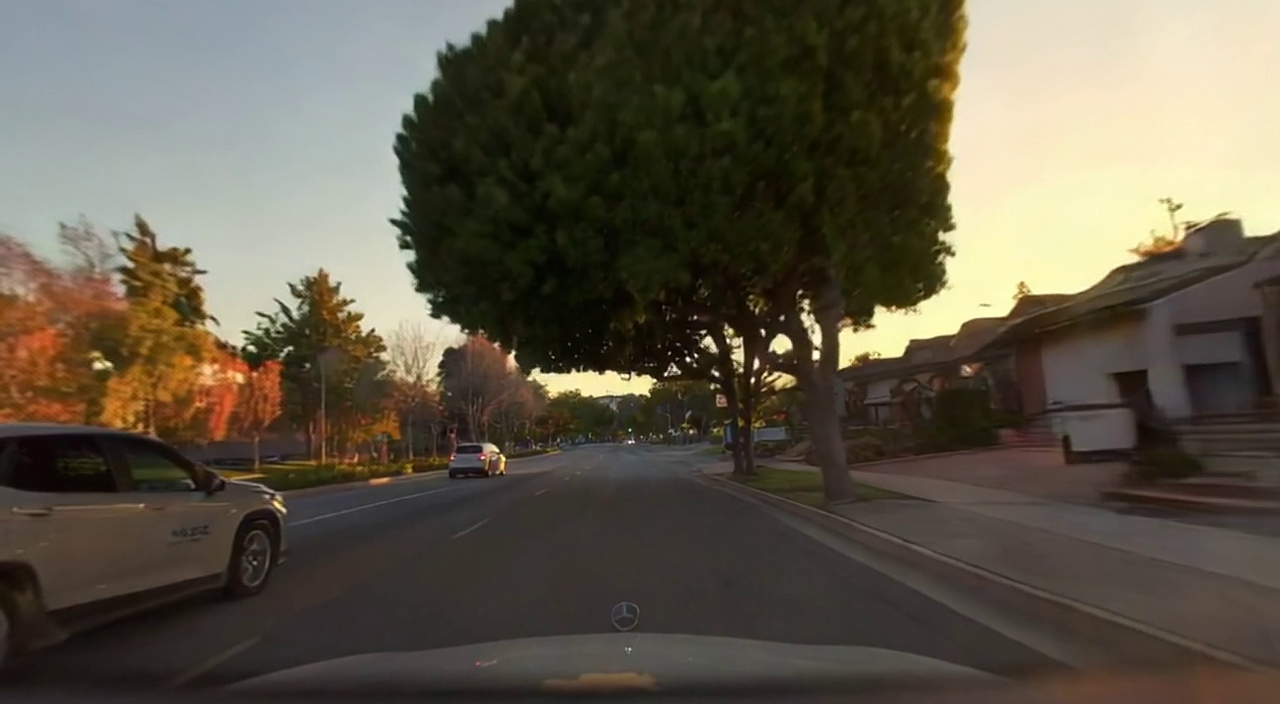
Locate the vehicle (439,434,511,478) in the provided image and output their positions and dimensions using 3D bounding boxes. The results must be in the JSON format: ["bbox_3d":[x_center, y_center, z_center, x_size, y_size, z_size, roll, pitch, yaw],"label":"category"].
[{"bbox_3d":[-7.460,4.755,28.959,2.136,1.844,4.363,0,-8,0],"label":"vehicle"}]

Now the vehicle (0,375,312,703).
[{"bbox_3d":[-4.101,1.058,3.757,2.041,1.666,4.182,0,-8,-1],"label":"vehicle"}]
